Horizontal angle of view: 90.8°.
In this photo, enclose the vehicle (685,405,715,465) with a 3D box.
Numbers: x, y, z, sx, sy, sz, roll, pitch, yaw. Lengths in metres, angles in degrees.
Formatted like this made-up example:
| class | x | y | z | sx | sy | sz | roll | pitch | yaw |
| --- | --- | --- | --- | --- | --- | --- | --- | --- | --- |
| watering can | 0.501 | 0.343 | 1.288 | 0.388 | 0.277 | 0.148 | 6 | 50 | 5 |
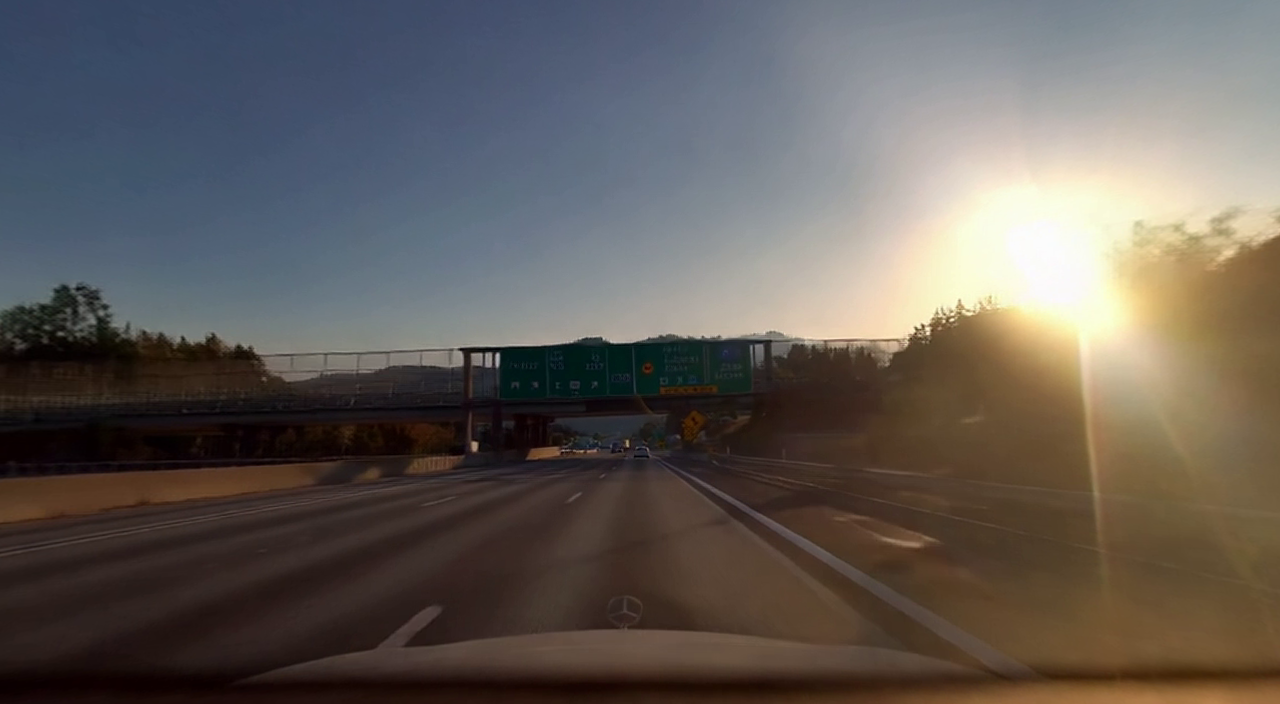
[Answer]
| class | x | y | z | sx | sy | sz | roll | pitch | yaw |
| --- | --- | --- | --- | --- | --- | --- | --- | --- | --- |
| vehicle | 4.144 | 5.879 | 44.203 | 1.697 | 3.935 | 4.195 | -1 | -9 | 1 |
